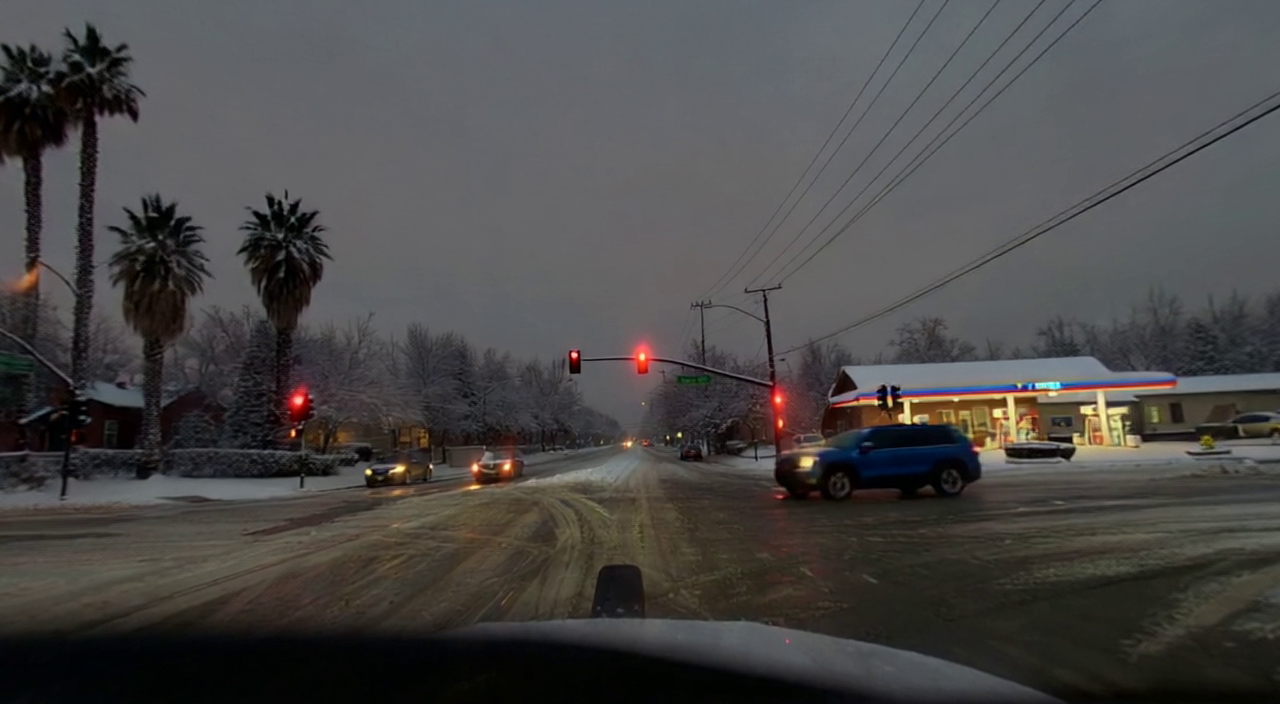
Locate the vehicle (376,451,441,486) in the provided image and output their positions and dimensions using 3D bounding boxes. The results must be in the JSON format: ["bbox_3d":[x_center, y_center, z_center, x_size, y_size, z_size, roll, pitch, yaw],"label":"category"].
[{"bbox_3d":[-13.052,6.556,35.943,2.009,1.777,4.559,0,-9,-1],"label":"vehicle"}]

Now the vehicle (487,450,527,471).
[{"bbox_3d":[-9.973,8.162,47.602,2.085,1.451,4.311,0,-9,0],"label":"vehicle"}]

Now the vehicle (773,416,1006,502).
[{"bbox_3d":[5.990,2.544,15.286,5.086,1.817,1.952,3,-9,-18],"label":"vehicle"}]

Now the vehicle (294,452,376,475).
[{"bbox_3d":[-20.949,7.677,43.512,4.672,1.469,1.816,-1,-9,-2],"label":"vehicle"}]

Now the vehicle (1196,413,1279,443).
[{"bbox_3d":[38.297,4.793,39.969,4.488,1.447,1.765,-5,-8,-1],"label":"vehicle"}]
